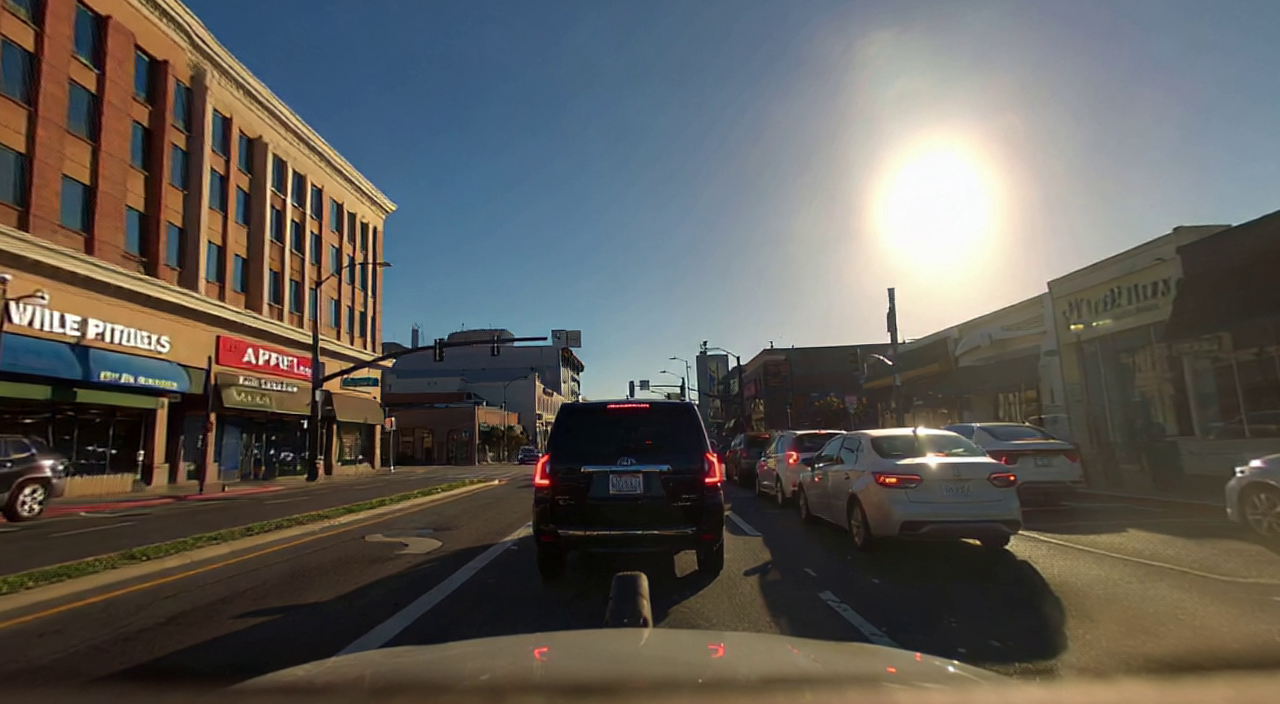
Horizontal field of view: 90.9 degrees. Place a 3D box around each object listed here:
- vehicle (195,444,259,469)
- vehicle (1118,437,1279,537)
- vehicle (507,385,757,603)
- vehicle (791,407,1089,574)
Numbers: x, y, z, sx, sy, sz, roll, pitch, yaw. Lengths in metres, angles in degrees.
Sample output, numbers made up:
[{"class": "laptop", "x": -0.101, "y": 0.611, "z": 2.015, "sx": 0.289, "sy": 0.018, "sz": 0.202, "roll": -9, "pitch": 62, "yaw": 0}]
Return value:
[{"class": "vehicle", "x": -27.357, "y": 6.884, "z": 41.906, "sx": 1.693, "sy": 1.563, "sz": 3.716, "roll": 0, "pitch": -8, "yaw": 0}, {"class": "vehicle", "x": 10.419, "y": 2.128, "z": 10.227, "sx": 1.815, "sy": 1.468, "sz": 4.534, "roll": 0, "pitch": -8, "yaw": 1}, {"class": "vehicle", "x": 0.020, "y": 1.540, "z": 7.682, "sx": 2.154, "sy": 1.861, "sz": 4.280, "roll": 0, "pitch": -8, "yaw": 3}, {"class": "vehicle", "x": 3.642, "y": 1.762, "z": 8.788, "sx": 2.036, "sy": 1.719, "sz": 4.318, "roll": 0, "pitch": -8, "yaw": 0}]
